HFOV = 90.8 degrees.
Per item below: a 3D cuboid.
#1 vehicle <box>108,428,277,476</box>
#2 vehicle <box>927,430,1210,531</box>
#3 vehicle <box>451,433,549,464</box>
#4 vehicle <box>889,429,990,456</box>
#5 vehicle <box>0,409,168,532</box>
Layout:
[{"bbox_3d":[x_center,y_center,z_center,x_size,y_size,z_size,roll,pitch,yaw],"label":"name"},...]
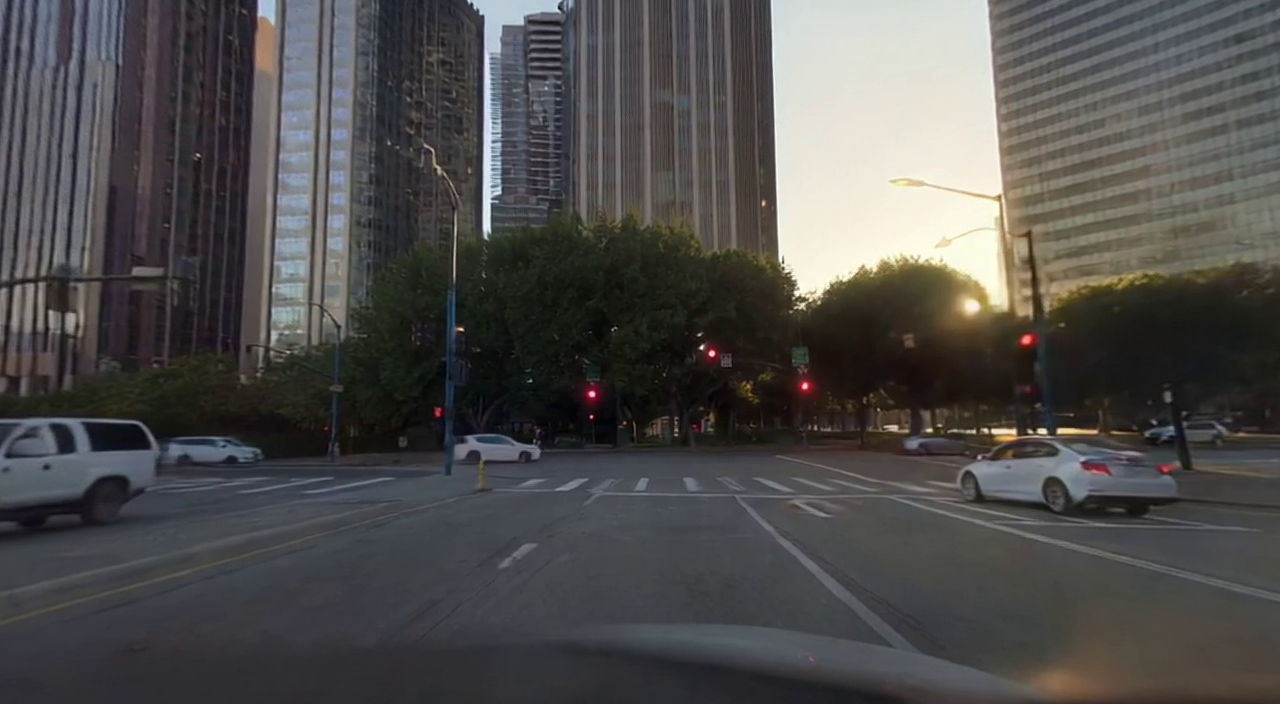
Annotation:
[{"bbox_3d":[-19.473,4.378,27.748,5.659,1.967,2.149,0,-8,-2],"label":"vehicle"},{"bbox_3d":[7.557,2.289,11.960,1.936,1.489,4.885,0,-8,0],"label":"vehicle"},{"bbox_3d":[-6.946,4.833,31.673,4.503,1.475,1.789,0,-8,-2],"label":"vehicle"},{"bbox_3d":[16.800,5.105,35.609,4.762,1.420,1.814,0,-8,-1],"label":"vehicle"},{"bbox_3d":[-11.381,2.166,12.021,2.125,1.910,4.779,2,-9,-15],"label":"vehicle"}]
